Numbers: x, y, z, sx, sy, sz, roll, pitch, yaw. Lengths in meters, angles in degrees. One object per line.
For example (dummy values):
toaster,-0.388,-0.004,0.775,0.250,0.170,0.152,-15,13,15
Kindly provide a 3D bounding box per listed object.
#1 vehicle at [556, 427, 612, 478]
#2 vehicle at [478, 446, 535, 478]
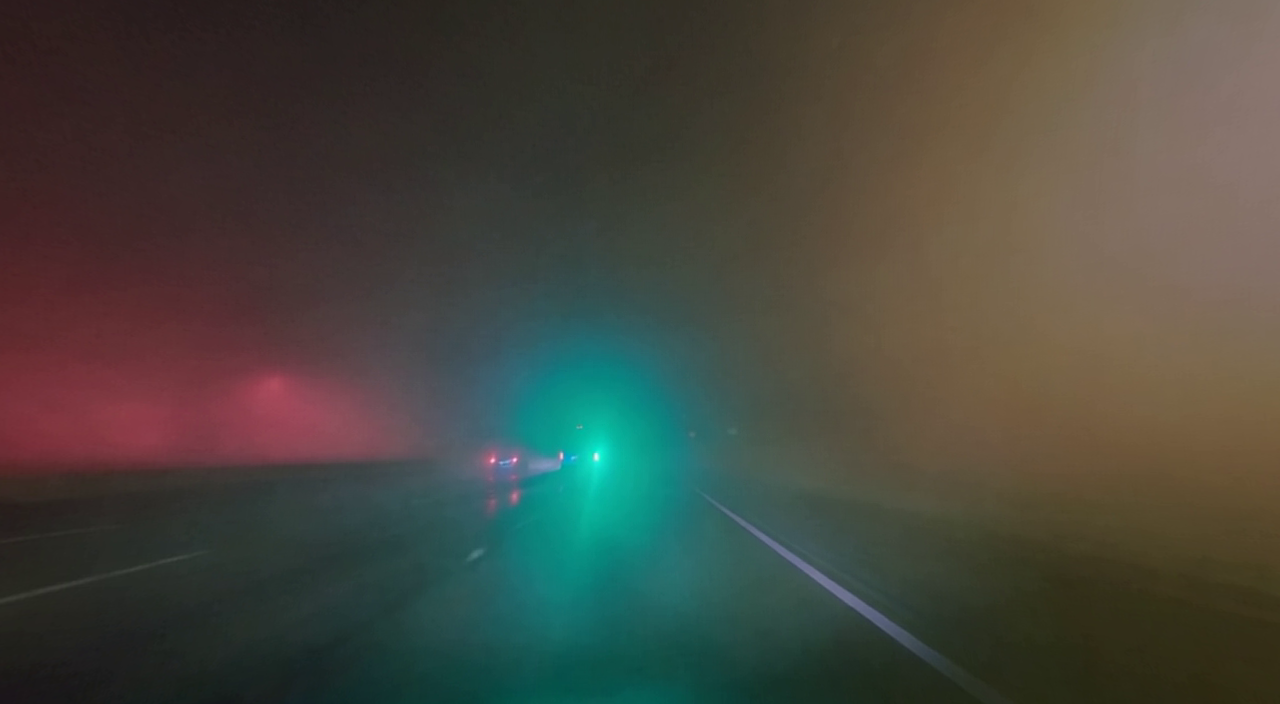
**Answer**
vehicle,-2.947,5.513,34.709,2.437,2.565,5.829,0,-9,1
vehicle,-7.306,6.058,35.011,2.164,1.664,4.252,0,-9,1
